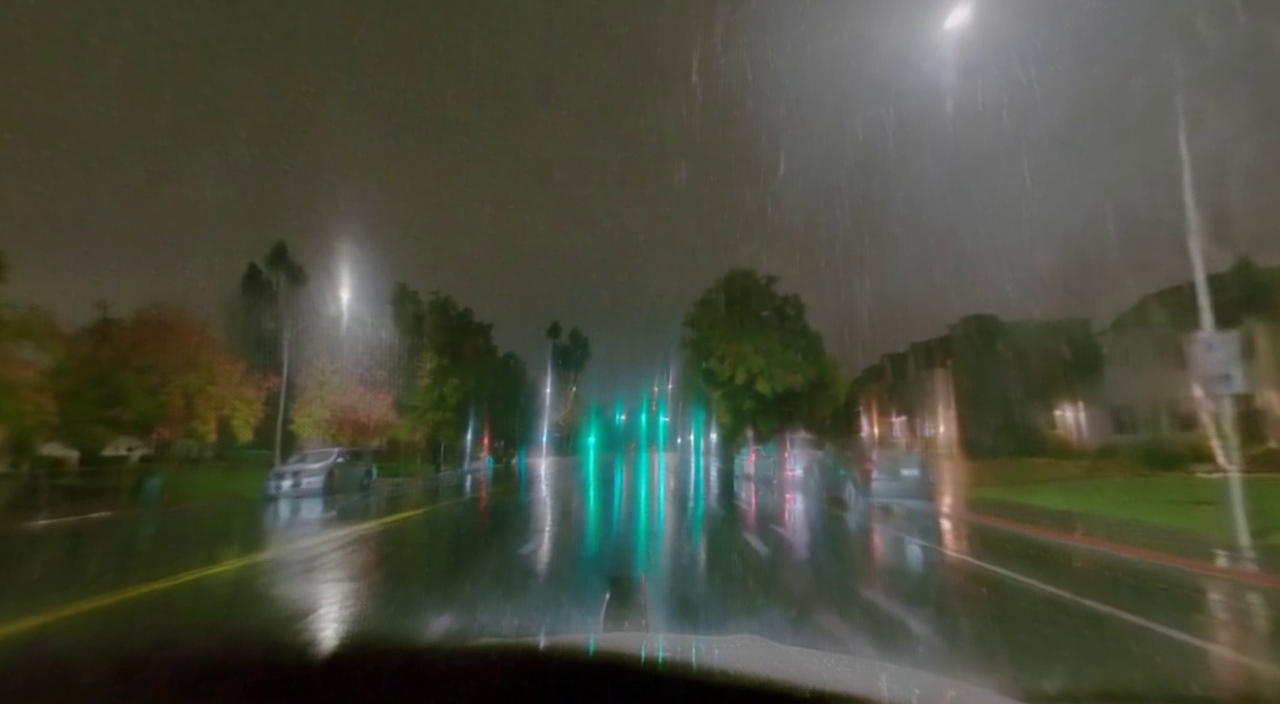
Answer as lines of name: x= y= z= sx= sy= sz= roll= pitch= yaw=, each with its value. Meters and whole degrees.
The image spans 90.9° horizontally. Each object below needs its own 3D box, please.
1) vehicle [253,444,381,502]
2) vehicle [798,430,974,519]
vehicle: x=-11.562 y=4.304 z=23.030 sx=2.054 sy=1.704 sz=4.710 roll=-3 pitch=-7 yaw=3
vehicle: x=5.106 y=2.617 z=14.055 sx=1.885 sy=1.603 sz=5.235 roll=0 pitch=-9 yaw=1
